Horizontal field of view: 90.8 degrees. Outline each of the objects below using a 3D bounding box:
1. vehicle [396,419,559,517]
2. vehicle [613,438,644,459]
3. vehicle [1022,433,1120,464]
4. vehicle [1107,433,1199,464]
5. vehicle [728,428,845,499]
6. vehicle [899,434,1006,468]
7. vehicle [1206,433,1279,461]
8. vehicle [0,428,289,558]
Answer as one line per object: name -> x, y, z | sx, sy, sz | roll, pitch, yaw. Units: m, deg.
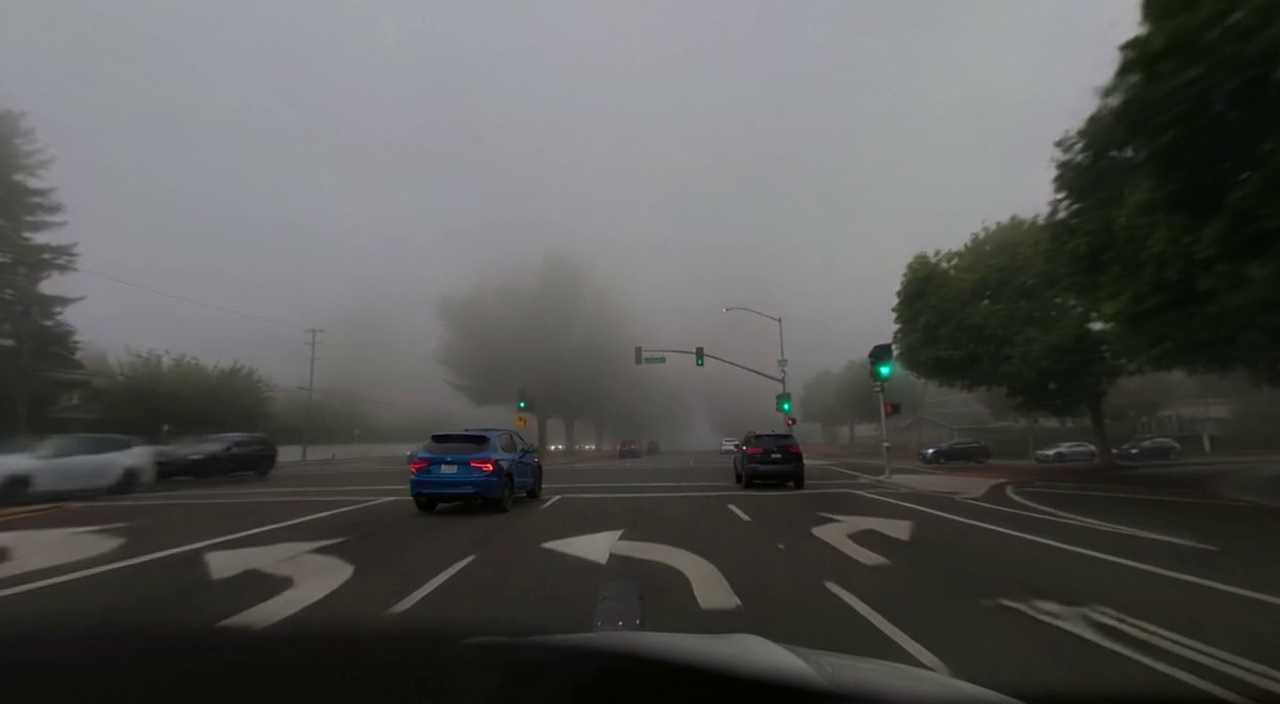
vehicle -> -3.124, 2.343, 13.334 | 2.045, 1.688, 4.632 | -1, -8, 2
vehicle -> -0.863, 7.576, 49.695 | 1.988, 1.569, 4.202 | -1, -8, 4
vehicle -> 24.696, 5.515, 36.239 | 4.479, 1.652, 2.174 | 2, -8, -17
vehicle -> 31.208, 5.863, 38.477 | 4.524, 1.765, 2.086 | 2, -9, -18
vehicle -> 3.788, 2.958, 17.230 | 2.132, 1.659, 4.387 | 0, -8, 0
vehicle -> 16.854, 5.323, 34.091 | 4.922, 1.630, 2.094 | 1, -8, -16
vehicle -> 39.576, 6.168, 40.989 | 4.662, 1.700, 1.985 | 2, -9, -18
vehicle -> -7.517, 1.942, 9.567 | 1.999, 1.465, 4.640 | 0, -8, -4
